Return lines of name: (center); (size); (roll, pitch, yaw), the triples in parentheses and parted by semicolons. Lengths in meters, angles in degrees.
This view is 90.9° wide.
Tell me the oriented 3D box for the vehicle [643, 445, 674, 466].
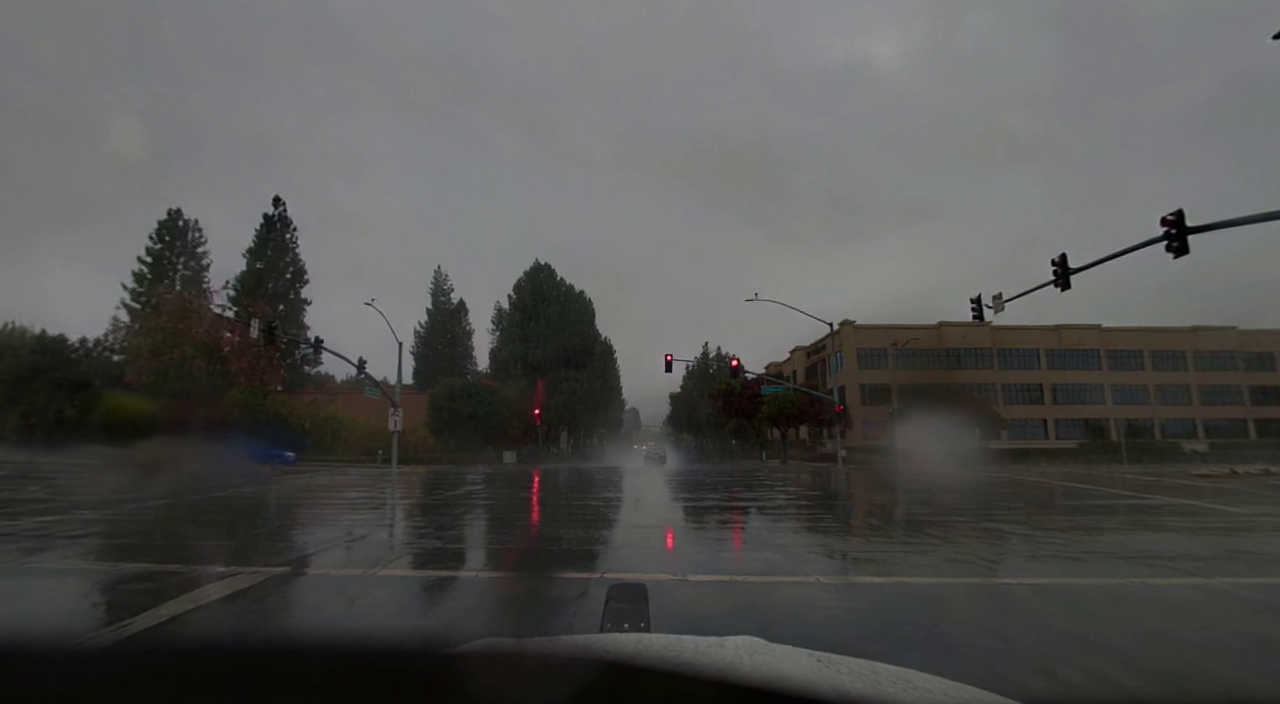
vehicle: (1.307, 7.614, 46.455); (2.132, 1.449, 4.235); (0, -9, 0)
